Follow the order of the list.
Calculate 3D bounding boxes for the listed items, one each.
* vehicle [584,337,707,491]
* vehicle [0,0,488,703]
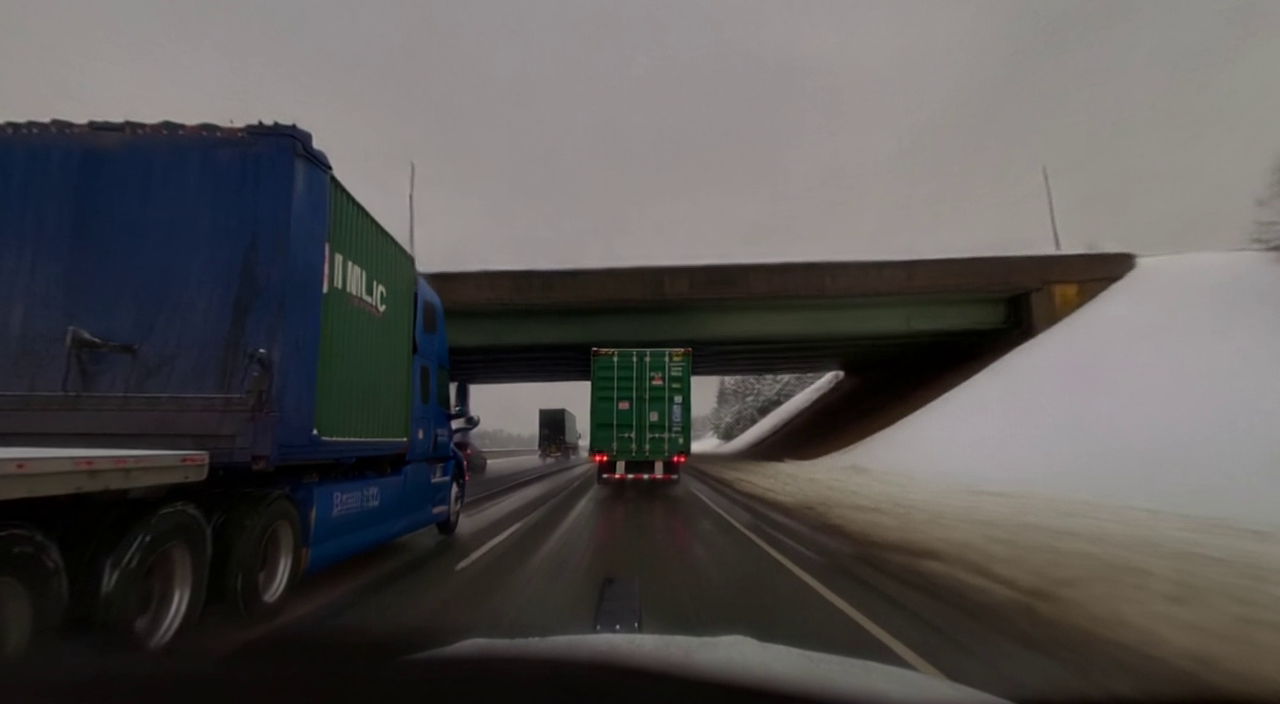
[{"bbox_3d":[0.011,2.237,21.215,3.357,4.212,7.519,0,-9,-2],"label":"vehicle"},{"bbox_3d":[-3.646,0.042,4.889,3.187,3.949,6.963,0,-9,0],"label":"vehicle"}]
